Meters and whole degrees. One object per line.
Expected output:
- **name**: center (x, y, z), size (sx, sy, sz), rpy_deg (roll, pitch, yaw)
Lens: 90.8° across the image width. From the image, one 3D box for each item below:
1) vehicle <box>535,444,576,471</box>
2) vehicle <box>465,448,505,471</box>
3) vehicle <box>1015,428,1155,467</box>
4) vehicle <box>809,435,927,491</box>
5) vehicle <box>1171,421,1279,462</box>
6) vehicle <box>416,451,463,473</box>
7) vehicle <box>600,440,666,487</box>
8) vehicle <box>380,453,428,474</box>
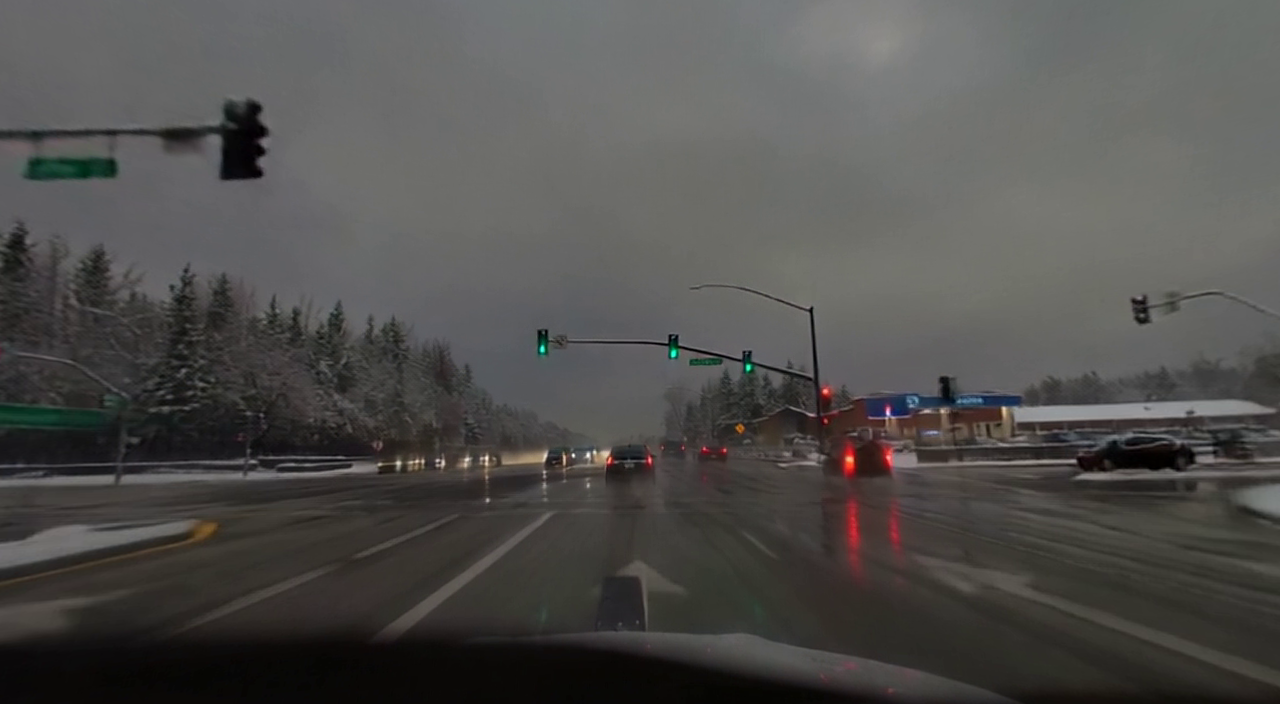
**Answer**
- **vehicle**: center (-5.526, 6.932, 41.851), size (1.990, 1.673, 4.436), rpy_deg (0, -9, 1)
- **vehicle**: center (-11.859, 8.228, 48.618), size (1.944, 1.647, 4.395), rpy_deg (0, -9, 0)
- **vehicle**: center (20.095, 4.351, 28.699), size (4.796, 1.488, 1.966), rpy_deg (-2, -9, -1)
- **vehicle**: center (6.653, 3.289, 19.039), size (1.890, 1.489, 4.396), rpy_deg (0, -9, 0)
- **vehicle**: center (27.420, 4.066, 28.804), size (4.724, 1.793, 1.777), rpy_deg (0, -9, 0)
- **vehicle**: center (-14.903, 8.211, 47.322), size (2.001, 1.463, 4.673), rpy_deg (0, -9, 0)
- **vehicle**: center (-0.238, 3.799, 21.768), size (2.040, 1.451, 3.736), rpy_deg (0, -9, -1)
- **vehicle**: center (-18.094, 8.560, 48.678), size (2.018, 1.472, 4.559), rpy_deg (0, -9, -1)
